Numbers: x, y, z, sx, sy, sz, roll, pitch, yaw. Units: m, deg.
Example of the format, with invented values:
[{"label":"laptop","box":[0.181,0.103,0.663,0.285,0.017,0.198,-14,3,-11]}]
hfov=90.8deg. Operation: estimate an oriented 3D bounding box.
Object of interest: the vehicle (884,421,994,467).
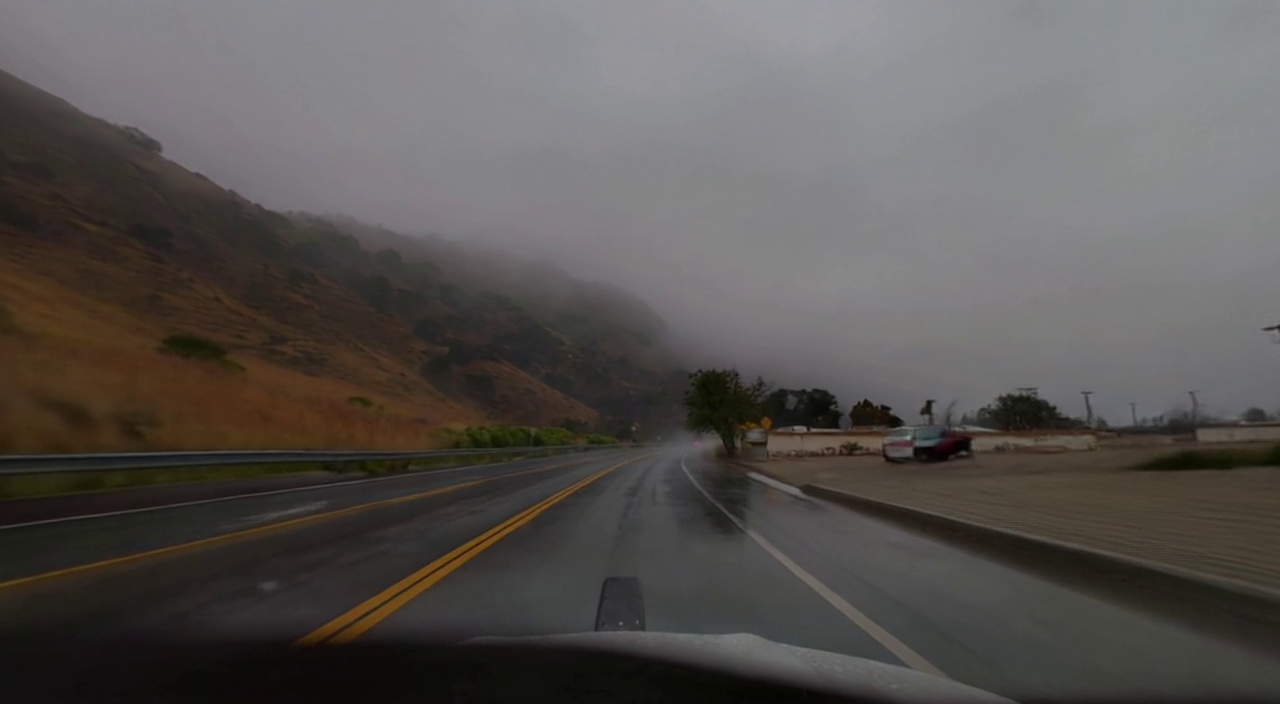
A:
[{"label":"vehicle","box":[13.791,4.395,29.601,2.352,1.872,5.103,-1,-10,-3]}]
